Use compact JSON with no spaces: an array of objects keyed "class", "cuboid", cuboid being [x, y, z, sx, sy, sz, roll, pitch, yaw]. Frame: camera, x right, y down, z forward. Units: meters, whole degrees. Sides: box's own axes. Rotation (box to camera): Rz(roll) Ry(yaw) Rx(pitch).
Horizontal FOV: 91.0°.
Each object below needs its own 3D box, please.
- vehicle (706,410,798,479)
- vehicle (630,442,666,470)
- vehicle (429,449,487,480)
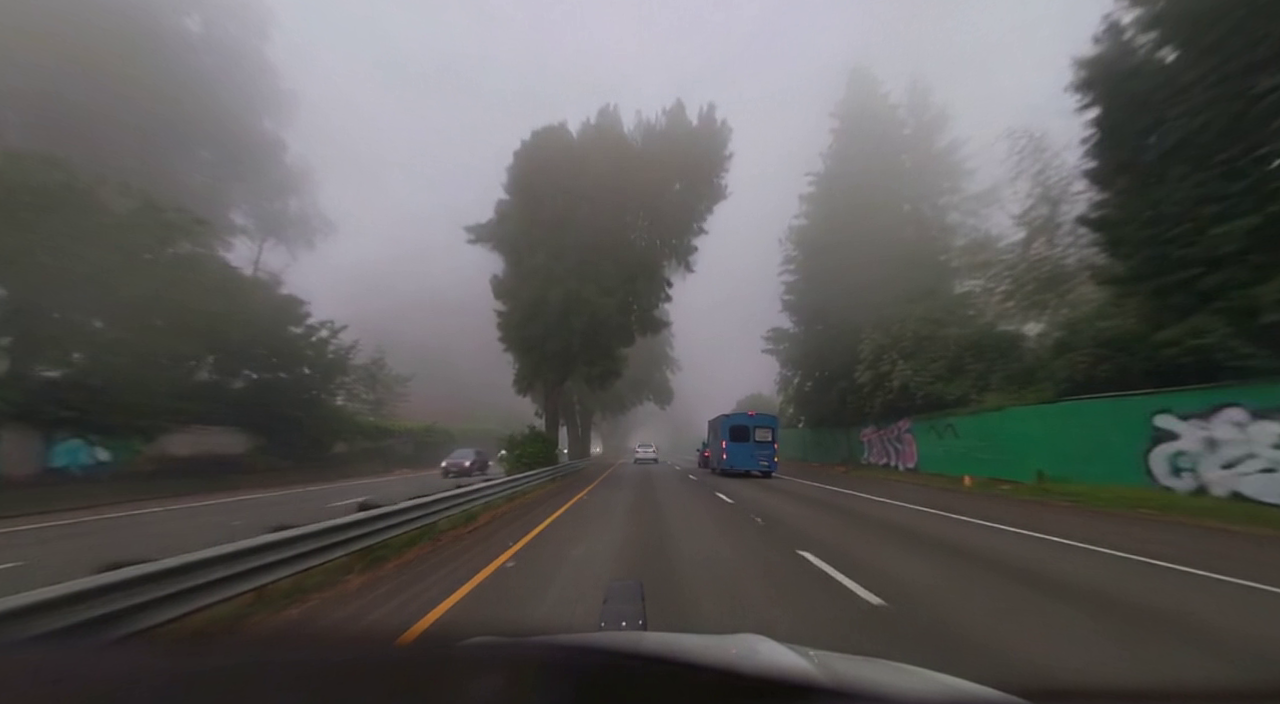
[{"class":"vehicle","cuboid":[4.777,4.159,28.327,2.712,2.659,6.992,0,-8,-1]},{"class":"vehicle","cuboid":[0.484,6.167,37.629,2.030,1.572,4.067,0,-8,0]},{"class":"vehicle","cuboid":[-9.598,5.966,33.546,1.823,1.483,3.991,0,-8,1]}]
